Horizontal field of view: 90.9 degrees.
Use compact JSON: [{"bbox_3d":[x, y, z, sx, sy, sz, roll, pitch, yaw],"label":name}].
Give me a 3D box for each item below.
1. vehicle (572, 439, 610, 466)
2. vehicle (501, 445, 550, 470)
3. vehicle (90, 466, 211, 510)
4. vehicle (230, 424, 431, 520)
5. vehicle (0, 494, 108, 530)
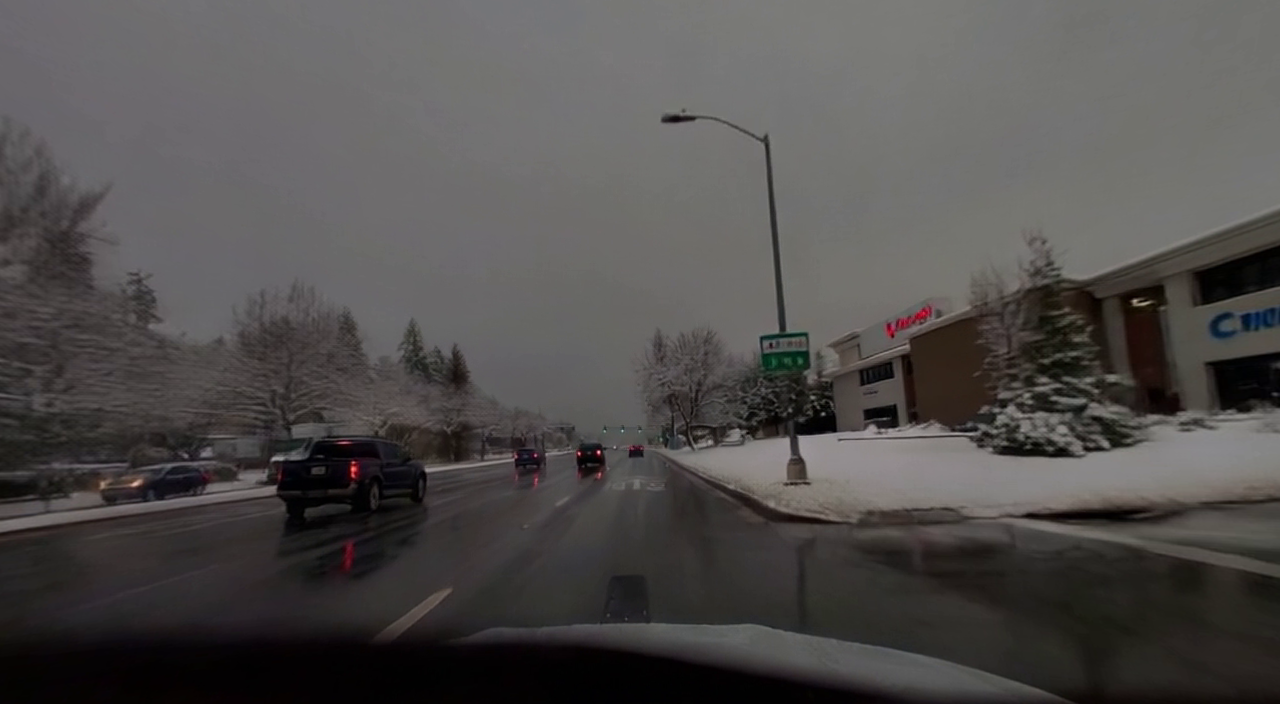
[{"bbox_3d":[-3.148,6.566,41.158,2.100,1.661,3.837,0,-9,1],"label":"vehicle"},{"bbox_3d":[-6.827,6.364,38.087,2.072,1.427,4.328,0,-9,1],"label":"vehicle"},{"bbox_3d":[-22.070,6.098,28.707,1.900,1.467,4.655,-6,-8,-1],"label":"vehicle"},{"bbox_3d":[-6.789,2.694,14.627,2.137,1.835,4.844,0,-9,1],"label":"vehicle"},{"bbox_3d":[-18.358,4.873,19.319,0.944,0.724,3.568,1,-9,2],"label":"vehicle"}]
